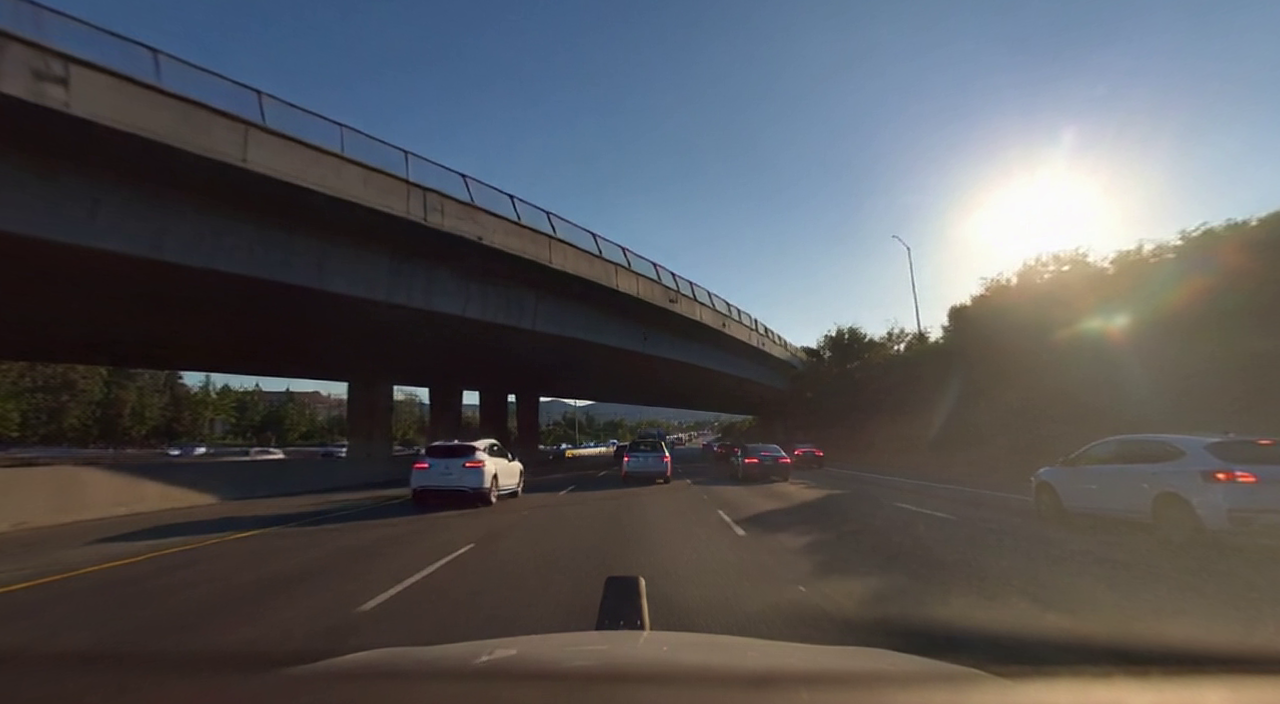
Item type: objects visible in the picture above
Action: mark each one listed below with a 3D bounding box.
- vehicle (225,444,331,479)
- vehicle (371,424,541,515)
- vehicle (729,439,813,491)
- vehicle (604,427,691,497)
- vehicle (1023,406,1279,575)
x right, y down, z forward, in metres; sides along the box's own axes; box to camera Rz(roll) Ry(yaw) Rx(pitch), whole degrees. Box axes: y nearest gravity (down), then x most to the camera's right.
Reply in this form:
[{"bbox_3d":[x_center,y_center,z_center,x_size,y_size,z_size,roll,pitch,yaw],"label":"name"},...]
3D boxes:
[{"bbox_3d":[-20.192,6.125,35.498,2.216,1.736,5.773,0,-9,4],"label":"vehicle"},{"bbox_3d":[-3.737,2.502,13.866,2.128,1.627,4.697,0,-9,3],"label":"vehicle"},{"bbox_3d":[4.216,3.697,21.011,1.999,1.514,4.338,0,-9,2],"label":"vehicle"},{"bbox_3d":[0.265,3.081,17.966,2.181,1.728,3.970,0,-9,2],"label":"vehicle"},{"bbox_3d":[7.390,1.653,8.015,2.028,1.657,4.823,0,-9,1],"label":"vehicle"}]
